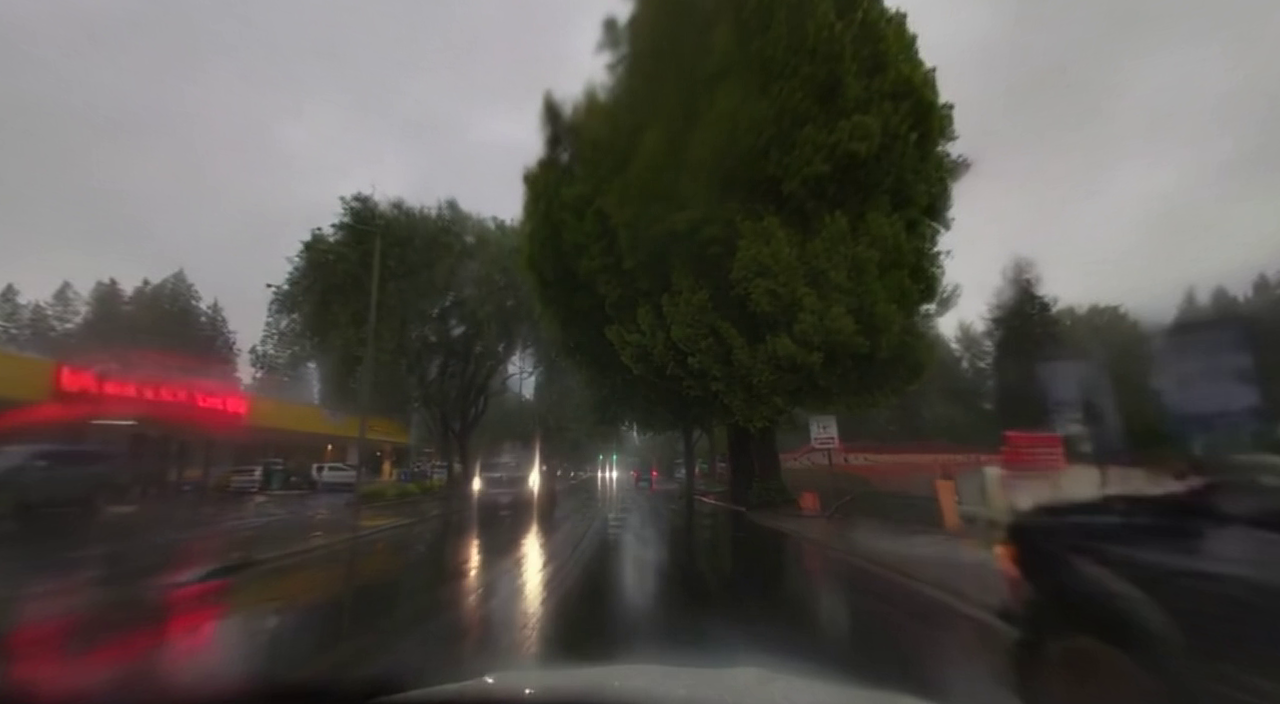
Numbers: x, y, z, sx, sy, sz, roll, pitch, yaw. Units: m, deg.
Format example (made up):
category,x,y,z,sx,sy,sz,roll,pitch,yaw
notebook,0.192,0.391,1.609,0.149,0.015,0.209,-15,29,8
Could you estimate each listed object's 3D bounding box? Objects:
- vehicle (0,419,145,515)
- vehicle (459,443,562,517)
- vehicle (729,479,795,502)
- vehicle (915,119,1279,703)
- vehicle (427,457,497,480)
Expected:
category,x,y,z,sx,sy,sz,roll,pitch,yaw
vehicle,-13.854,2.546,14.255,2.062,1.889,4.115,1,-9,-4
vehicle,-3.713,3.820,19.023,2.165,1.889,4.825,1,-10,-1
vehicle,8.538,9.769,44.382,4.169,1.474,1.850,2,-11,-6
vehicle,3.228,0.360,0.860,2.472,2.484,6.609,1,-10,-2
vehicle,-13.390,8.826,47.555,2.006,1.641,4.575,-10,-15,43
